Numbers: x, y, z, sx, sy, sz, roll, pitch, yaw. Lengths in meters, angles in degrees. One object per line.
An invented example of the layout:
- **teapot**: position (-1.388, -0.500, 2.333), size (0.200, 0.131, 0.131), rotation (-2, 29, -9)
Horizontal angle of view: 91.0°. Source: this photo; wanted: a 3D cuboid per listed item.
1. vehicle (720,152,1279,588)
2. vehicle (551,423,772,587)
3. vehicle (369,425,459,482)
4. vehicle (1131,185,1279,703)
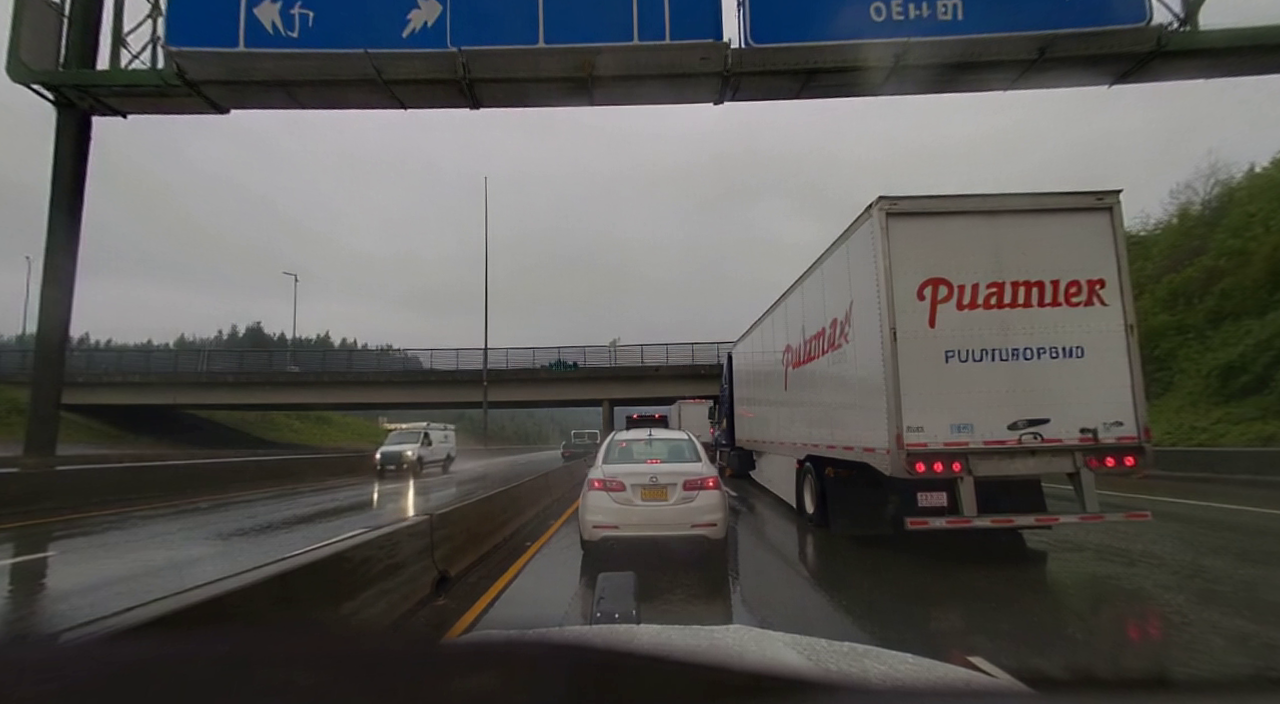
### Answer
- **vehicle**: position (4.198, 1.062, 12.966), size (2.827, 4.081, 14.305), rotation (0, -8, -1)
- **vehicle**: position (0.182, 1.679, 7.714), size (2.045, 1.490, 3.597), rotation (-1, -8, 0)
- **vehicle**: position (-12.302, 5.540, 34.897), size (2.524, 2.800, 6.564), rotation (-1, -8, 0)
- **vehicle**: position (4.734, 0.112, 0.654), size (2.892, 2.615, 6.650), rotation (0, -8, -2)
